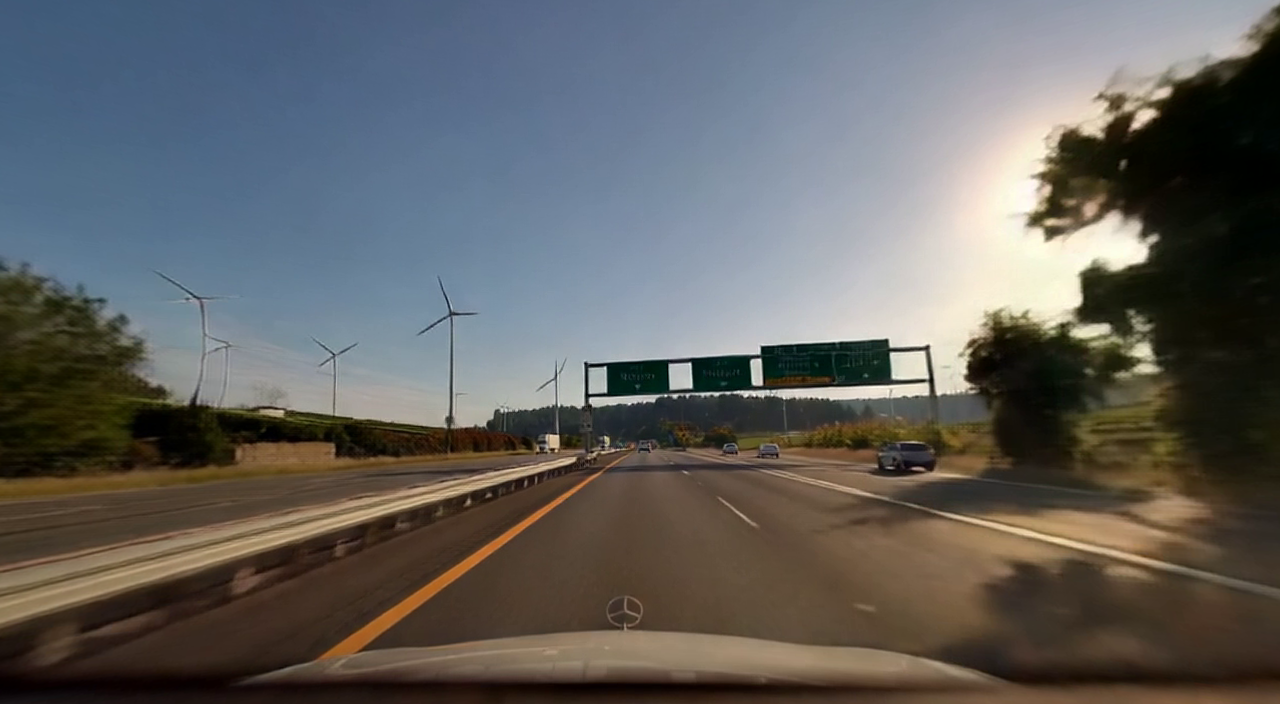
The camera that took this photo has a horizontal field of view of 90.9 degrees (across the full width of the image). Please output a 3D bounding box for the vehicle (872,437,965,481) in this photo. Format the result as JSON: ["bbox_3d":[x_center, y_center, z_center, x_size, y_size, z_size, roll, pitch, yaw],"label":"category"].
[{"bbox_3d":[11.705,4.520,26.867,1.897,1.669,4.825,0,-9,2],"label":"vehicle"}]
